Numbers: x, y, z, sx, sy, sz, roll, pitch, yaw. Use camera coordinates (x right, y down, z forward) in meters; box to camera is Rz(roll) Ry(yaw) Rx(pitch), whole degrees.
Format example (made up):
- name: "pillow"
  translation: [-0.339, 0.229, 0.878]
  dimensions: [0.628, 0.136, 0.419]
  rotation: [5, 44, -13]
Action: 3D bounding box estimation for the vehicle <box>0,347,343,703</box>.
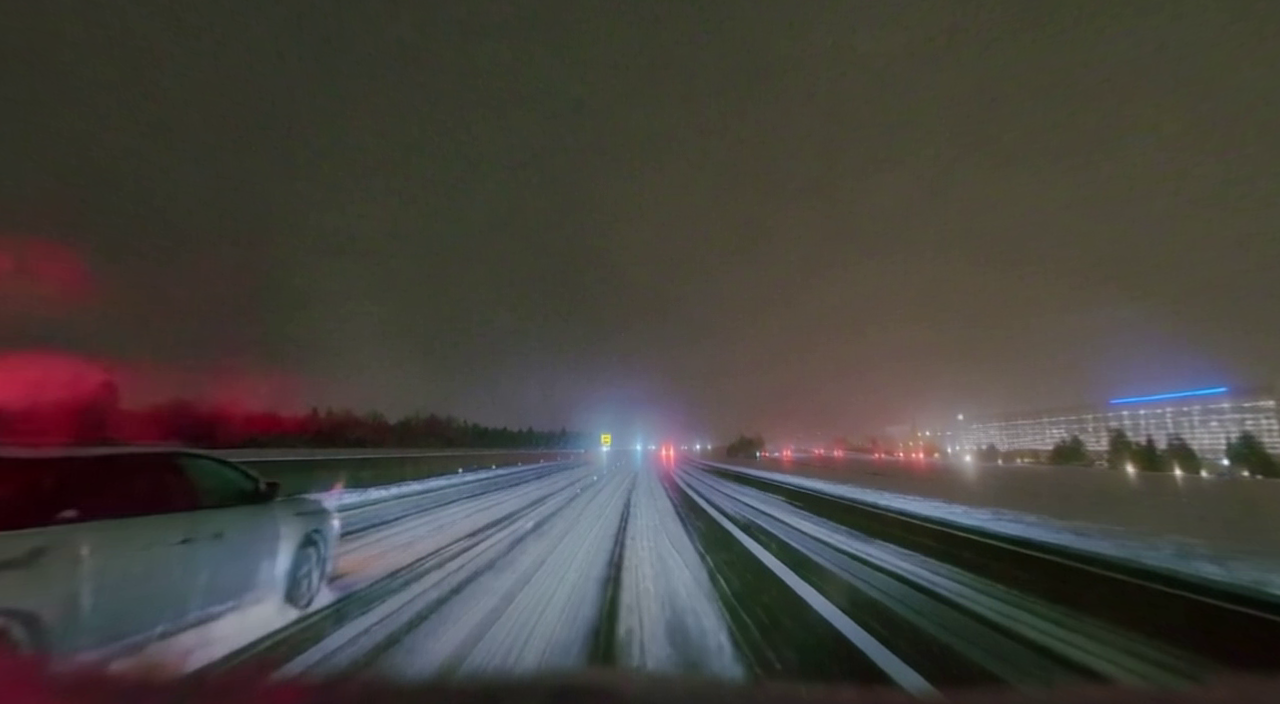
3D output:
- name: "vehicle"
  translation: [-3.749, 0.871, 2.886]
  dimensions: [2.327, 1.647, 4.908]
  rotation: [0, -9, 0]
